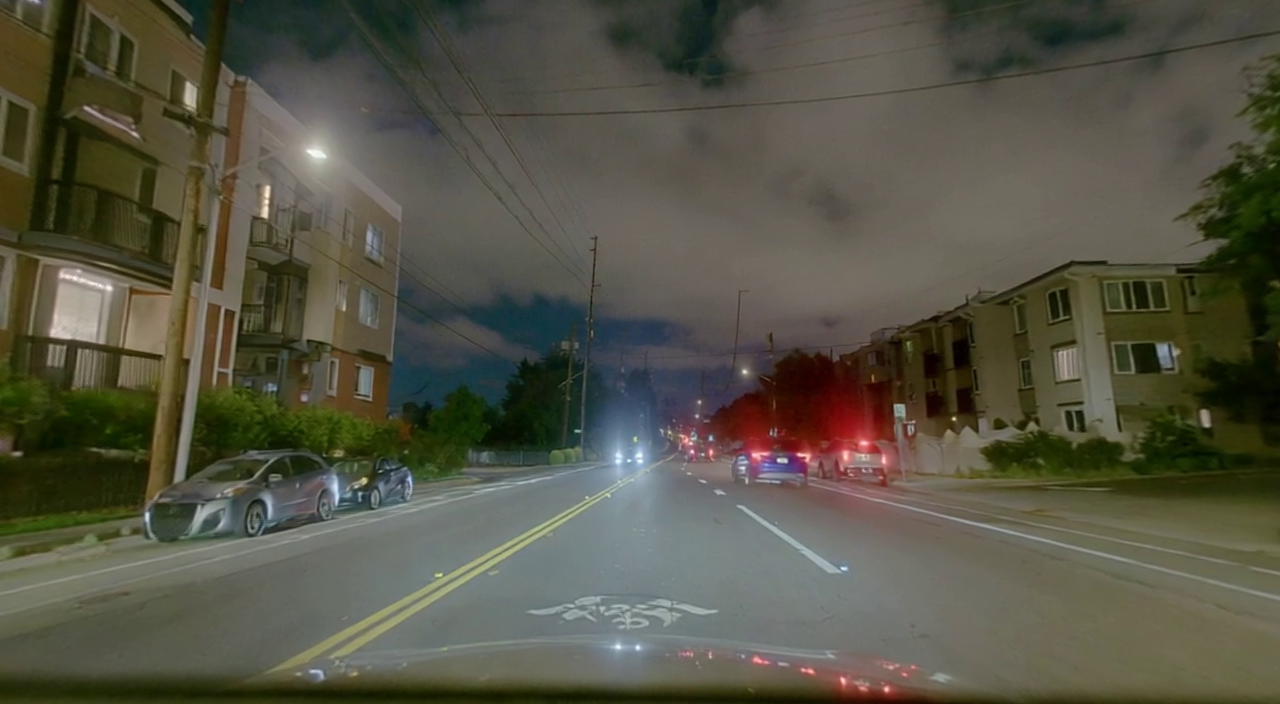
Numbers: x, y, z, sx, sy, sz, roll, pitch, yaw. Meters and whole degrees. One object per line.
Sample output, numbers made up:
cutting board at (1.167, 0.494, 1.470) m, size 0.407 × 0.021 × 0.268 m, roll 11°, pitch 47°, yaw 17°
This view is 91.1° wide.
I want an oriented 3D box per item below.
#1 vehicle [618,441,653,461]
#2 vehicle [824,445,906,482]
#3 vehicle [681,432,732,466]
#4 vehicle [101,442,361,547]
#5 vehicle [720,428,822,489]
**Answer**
vehicle at (-0.307, 7.467, 47.401) m, size 2.155 × 1.436 × 4.501 m, roll -1°, pitch -8°, yaw 5°
vehicle at (9.789, 4.855, 27.752) m, size 1.935 × 1.478 × 4.711 m, roll 0°, pitch -8°, yaw 1°
vehicle at (3.871, 5.736, 37.306) m, size 2.368 × 1.840 × 4.896 m, roll 0°, pitch -8°, yaw -1°
vehicle at (-8.276, 2.860, 13.468) m, size 2.381 × 1.825 × 4.652 m, roll 0°, pitch -8°, yaw 0°
vehicle at (4.093, 3.428, 20.529) m, size 2.306 × 1.719 × 4.805 m, roll 0°, pitch -8°, yaw 0°
